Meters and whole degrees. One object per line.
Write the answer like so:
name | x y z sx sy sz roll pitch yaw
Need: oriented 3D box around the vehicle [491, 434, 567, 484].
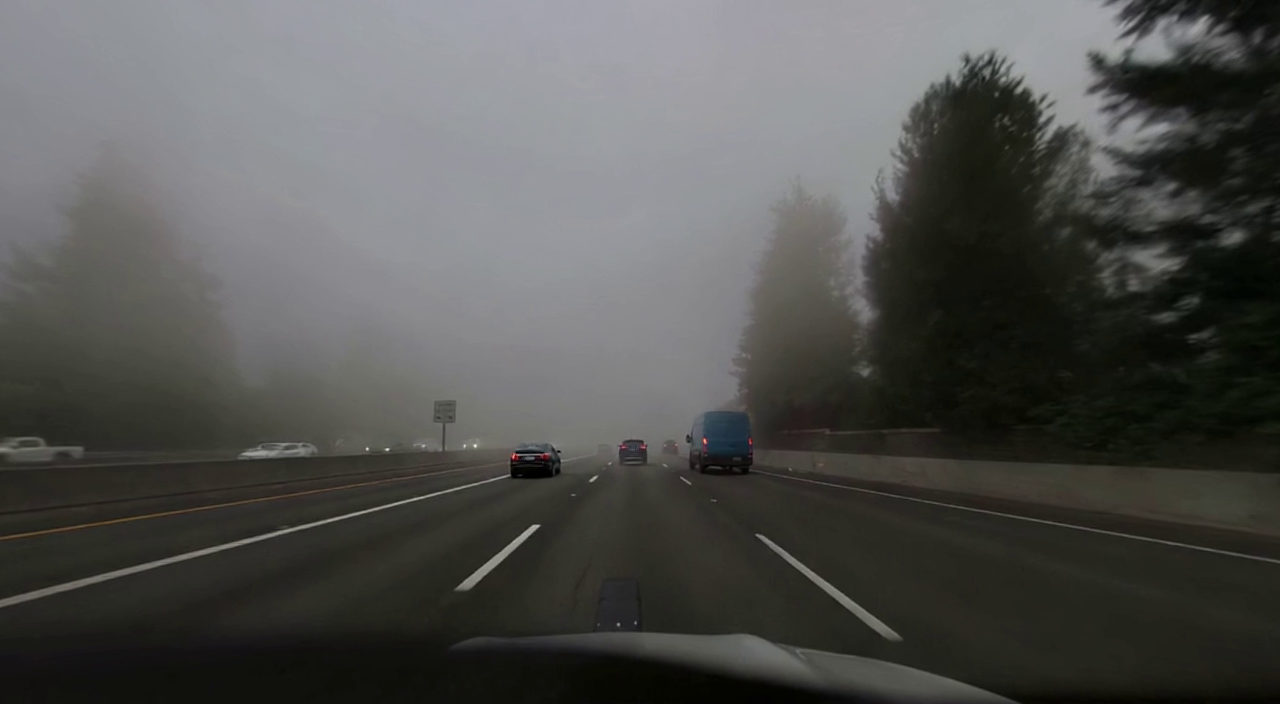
vehicle | -4.054 3.995 23.842 2.023 1.709 4.263 0 -8 1

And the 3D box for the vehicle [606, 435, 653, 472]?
vehicle | -0.563 5.261 32.872 2.297 1.783 4.355 0 -8 -1

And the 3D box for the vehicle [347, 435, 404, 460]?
vehicle | -17.095 6.210 40.968 2.134 1.538 3.622 0 -8 0

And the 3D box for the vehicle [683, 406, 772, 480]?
vehicle | 3.468 3.840 26.676 2.631 2.709 6.496 0 -8 -1

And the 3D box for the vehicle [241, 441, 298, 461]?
vehicle | -28.631 7.654 48.971 1.846 1.475 4.167 0 -8 0
